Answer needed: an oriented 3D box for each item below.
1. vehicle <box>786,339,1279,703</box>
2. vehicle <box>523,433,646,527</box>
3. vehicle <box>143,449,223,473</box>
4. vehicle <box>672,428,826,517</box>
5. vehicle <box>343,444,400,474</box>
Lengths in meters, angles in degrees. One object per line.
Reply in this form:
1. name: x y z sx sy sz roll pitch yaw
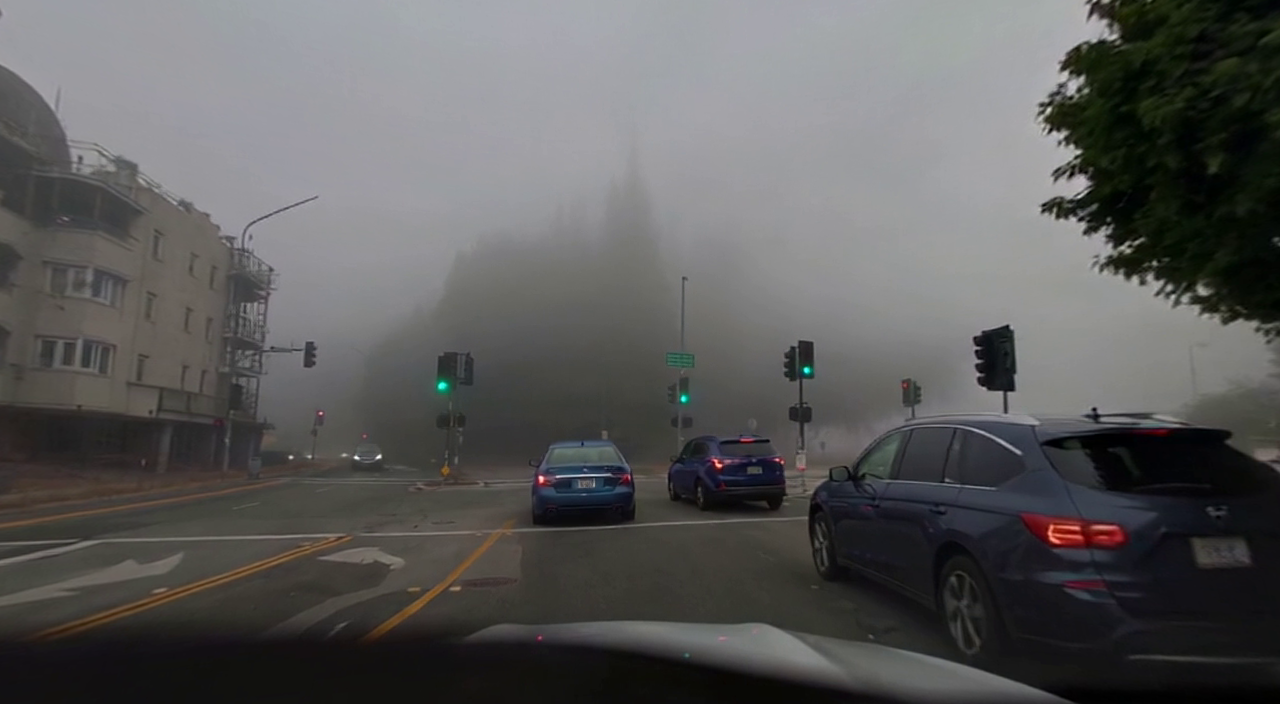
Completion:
1. vehicle: 3.072 1.188 5.096 2.320 1.772 4.872 0 -9 -4
2. vehicle: -1.329 2.585 13.333 2.132 1.632 3.889 1 -9 -12
3. vehicle: -32.010 7.608 44.195 4.653 1.459 2.228 -2 -8 21
4. vehicle: 2.282 2.687 14.646 2.103 1.710 4.396 1 -9 -10
5. vehicle: -16.744 6.675 39.566 2.303 1.692 4.571 1 -9 -10
